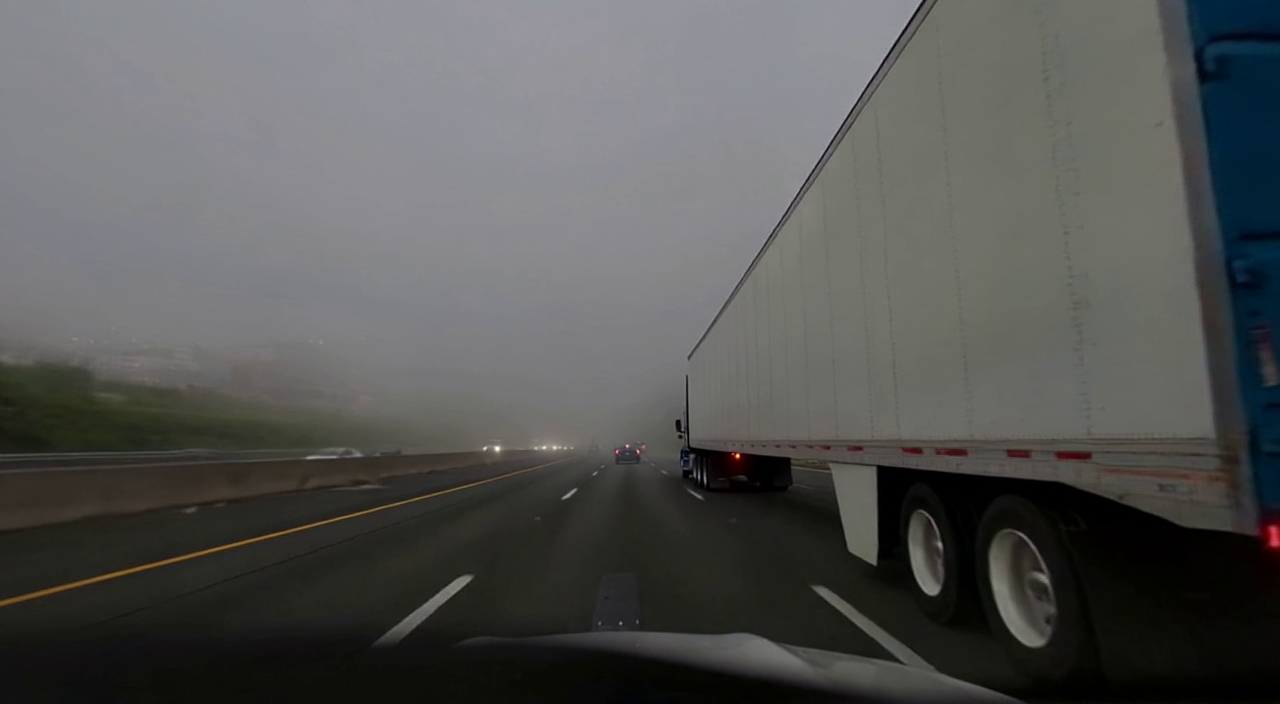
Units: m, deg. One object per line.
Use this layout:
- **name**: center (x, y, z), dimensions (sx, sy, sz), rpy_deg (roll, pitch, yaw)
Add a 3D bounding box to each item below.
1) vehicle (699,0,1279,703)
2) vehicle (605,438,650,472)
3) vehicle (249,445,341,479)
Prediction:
- **vehicle**: center (3.315, 0.591, 9.369), dimensions (2.996, 4.123, 15.965), rpy_deg (0, -9, -1)
- **vehicle**: center (-0.663, 5.420, 33.409), dimensions (2.191, 1.685, 4.015), rpy_deg (0, -9, -1)
- **vehicle**: center (-16.668, 5.311, 30.828), dimensions (2.134, 1.489, 4.523), rpy_deg (0, -9, -3)
